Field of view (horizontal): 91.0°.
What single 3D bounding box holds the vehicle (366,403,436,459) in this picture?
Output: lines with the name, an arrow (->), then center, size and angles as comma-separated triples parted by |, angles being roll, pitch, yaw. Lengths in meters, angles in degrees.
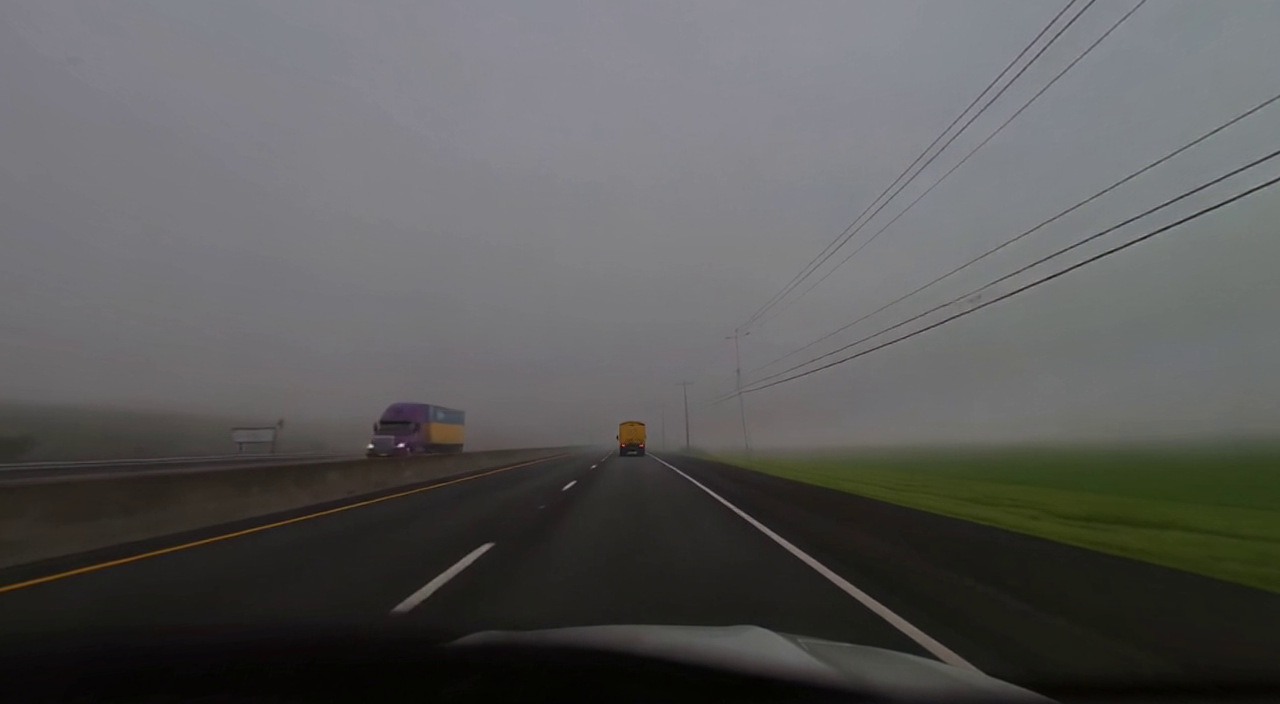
vehicle -> -17.428, 5.853, 46.313 | 2.967, 3.820, 5.896 | 0, -8, -2

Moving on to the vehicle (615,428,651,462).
vehicle -> -0.506, 6.078, 41.222 | 2.240, 2.129, 4.480 | 0, -8, -2
